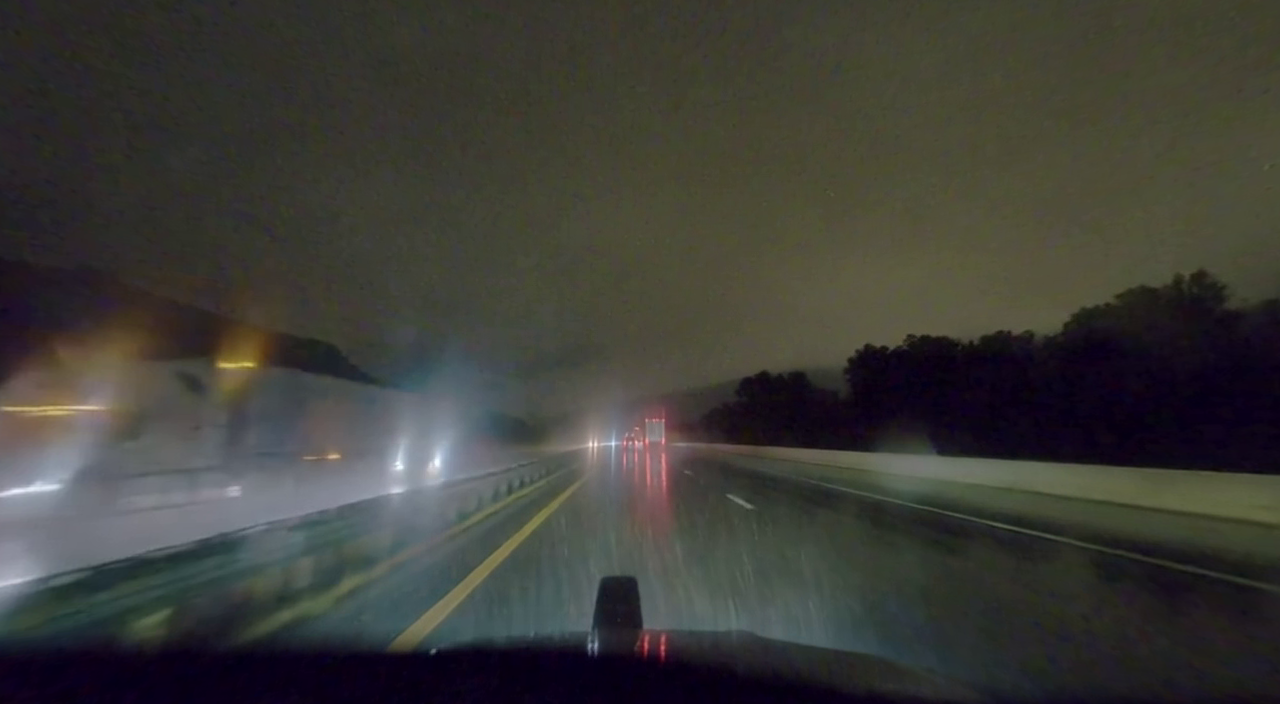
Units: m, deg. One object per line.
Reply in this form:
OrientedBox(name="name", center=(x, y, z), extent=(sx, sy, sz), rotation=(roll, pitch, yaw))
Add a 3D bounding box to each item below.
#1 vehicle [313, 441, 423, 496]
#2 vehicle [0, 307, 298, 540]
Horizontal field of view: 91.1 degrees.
OrientedBox(name="vehicle", center=(-8.291, 3.542, 19.573), extent=(1.821, 1.492, 3.746), rotation=(0, -8, -1))
OrientedBox(name="vehicle", center=(-12.574, 1.824, 15.227), extent=(2.979, 3.983, 10.131), rotation=(0, -8, -1))
